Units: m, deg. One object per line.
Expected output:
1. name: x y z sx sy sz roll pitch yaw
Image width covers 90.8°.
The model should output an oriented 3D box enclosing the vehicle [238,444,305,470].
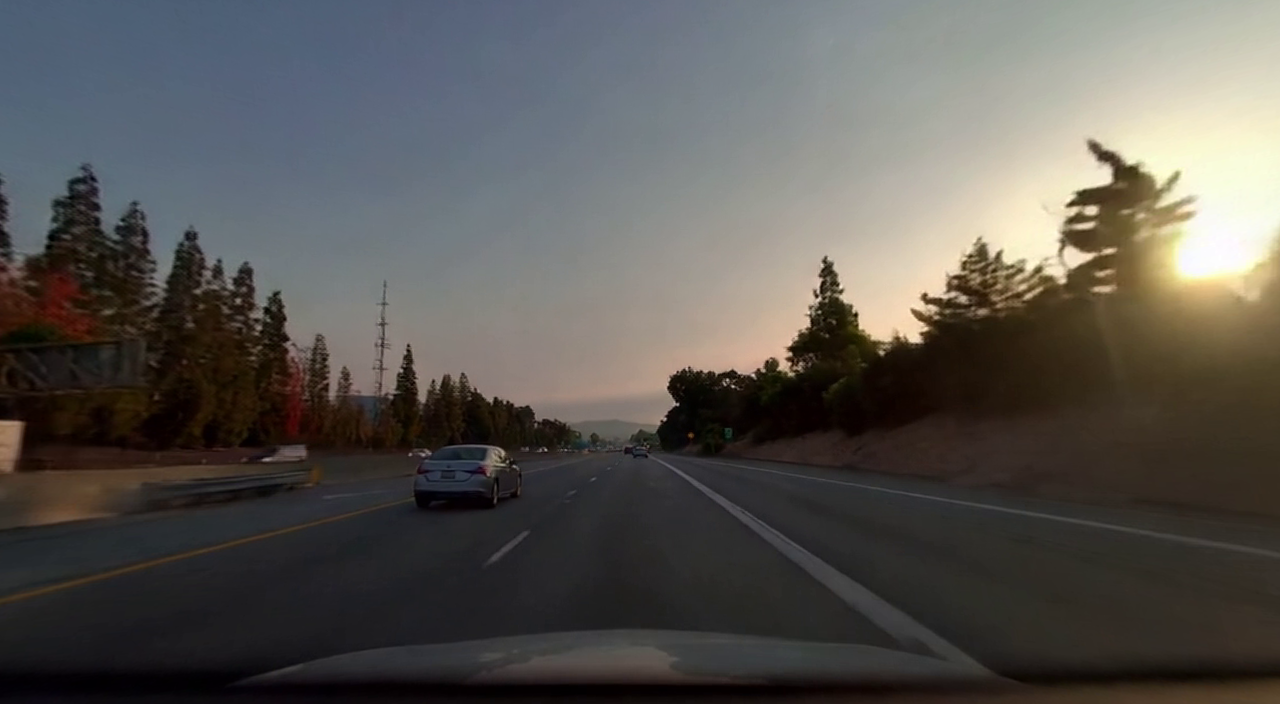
1. vehicle: -28.473 8.129 49.017 2.147 1.897 5.048 0 -8 0

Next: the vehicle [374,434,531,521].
1. vehicle: -3.759 2.586 13.604 2.050 1.547 4.266 0 -8 0
